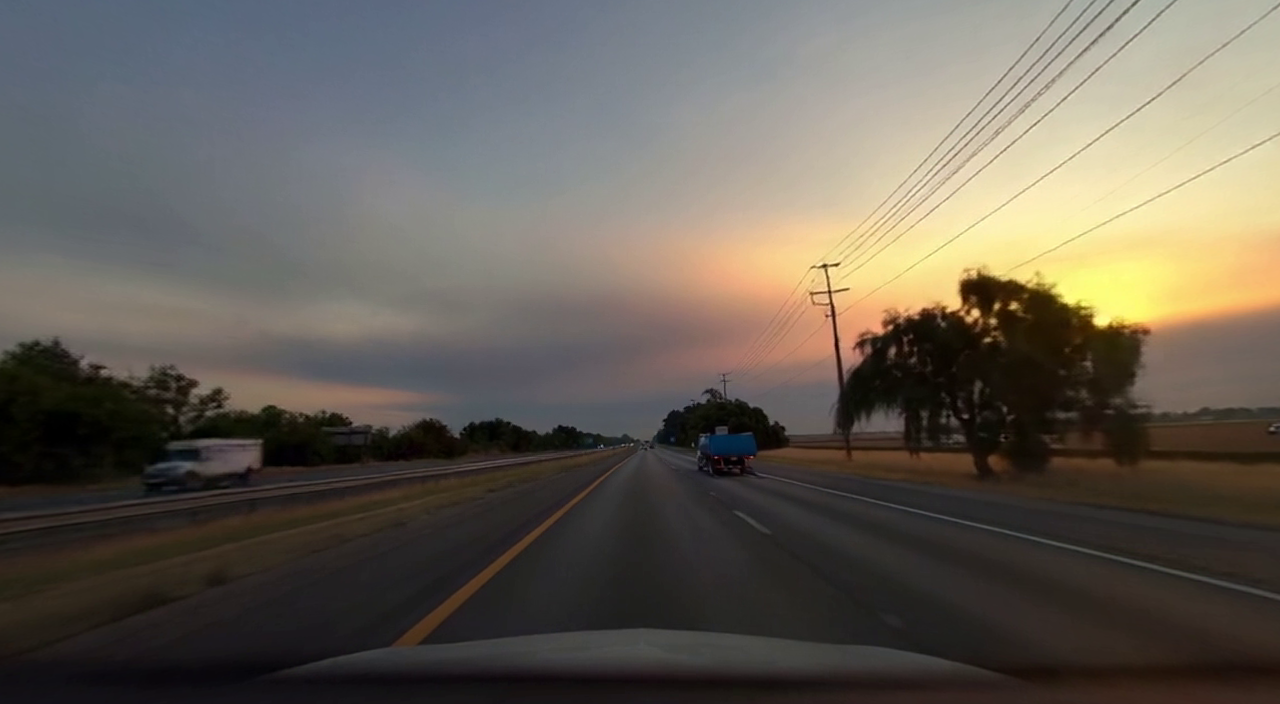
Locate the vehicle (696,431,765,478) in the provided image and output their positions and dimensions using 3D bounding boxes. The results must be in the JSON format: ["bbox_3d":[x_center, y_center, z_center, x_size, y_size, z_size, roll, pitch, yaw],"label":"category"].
[{"bbox_3d":[3.857,4.516,27.850,2.228,1.852,5.449,0,-8,-1],"label":"vehicle"}]
